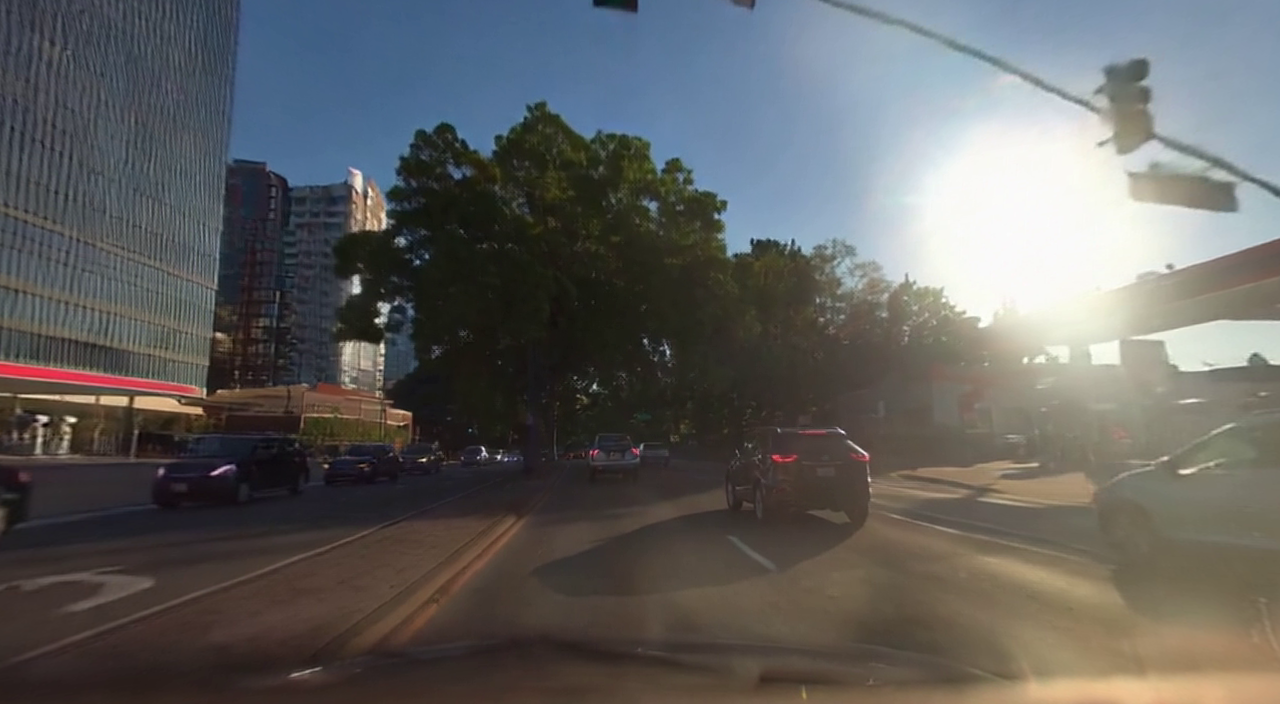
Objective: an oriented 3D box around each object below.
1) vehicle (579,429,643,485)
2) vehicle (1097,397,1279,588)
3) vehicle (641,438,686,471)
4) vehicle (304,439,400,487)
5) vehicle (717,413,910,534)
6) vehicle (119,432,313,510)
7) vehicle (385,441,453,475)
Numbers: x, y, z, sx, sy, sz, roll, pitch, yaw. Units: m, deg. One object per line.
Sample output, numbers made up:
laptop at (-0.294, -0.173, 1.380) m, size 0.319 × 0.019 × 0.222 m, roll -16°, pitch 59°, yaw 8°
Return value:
vehicle at (-1.118, 3.703, 22.525) m, size 2.051 × 1.798 × 4.168 m, roll 1°, pitch -8°, yaw -5°
vehicle at (6.628, 1.201, 5.328) m, size 2.047 × 1.653 × 4.423 m, roll 0°, pitch -8°, yaw -2°
vehicle at (1.148, 5.277, 32.599) m, size 1.800 × 1.592 × 3.658 m, roll 1°, pitch -8°, yaw -7°
vehicle at (-9.569, 3.682, 21.246) m, size 1.665 × 1.442 × 3.720 m, roll 0°, pitch -8°, yaw -4°
vehicle at (2.807, 2.076, 11.357) m, size 2.000 × 1.745 × 4.206 m, roll 0°, pitch -8°, yaw -4°
vehicle at (-9.659, 2.705, 14.822) m, size 1.943 × 1.575 × 3.927 m, roll 0°, pitch -8°, yaw -3°
vehicle at (-10.430, 4.997, 30.036) m, size 1.872 × 1.439 × 4.507 m, roll 0°, pitch -8°, yaw -4°
